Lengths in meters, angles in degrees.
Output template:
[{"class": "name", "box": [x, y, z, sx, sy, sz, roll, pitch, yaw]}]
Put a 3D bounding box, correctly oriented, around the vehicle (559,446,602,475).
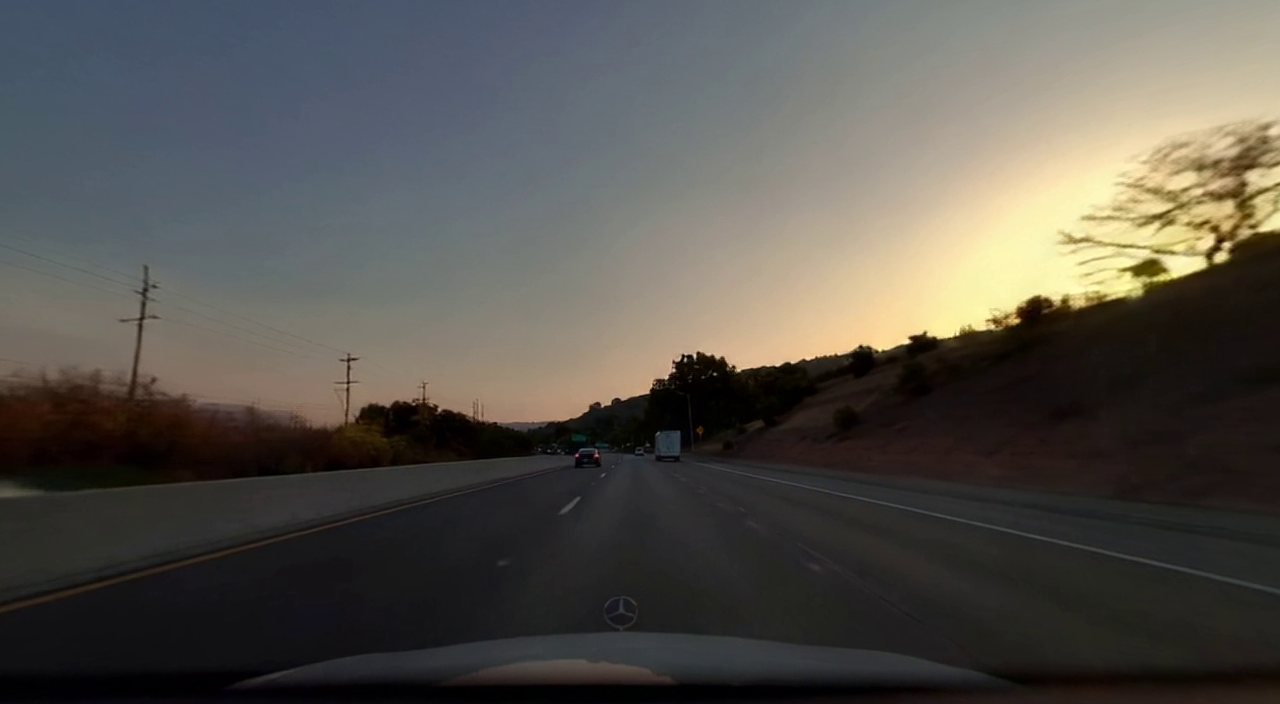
[{"class": "vehicle", "box": [-3.302, 6.129, 35.634, 2.100, 1.525, 4.179, 0, -9, 0]}]
